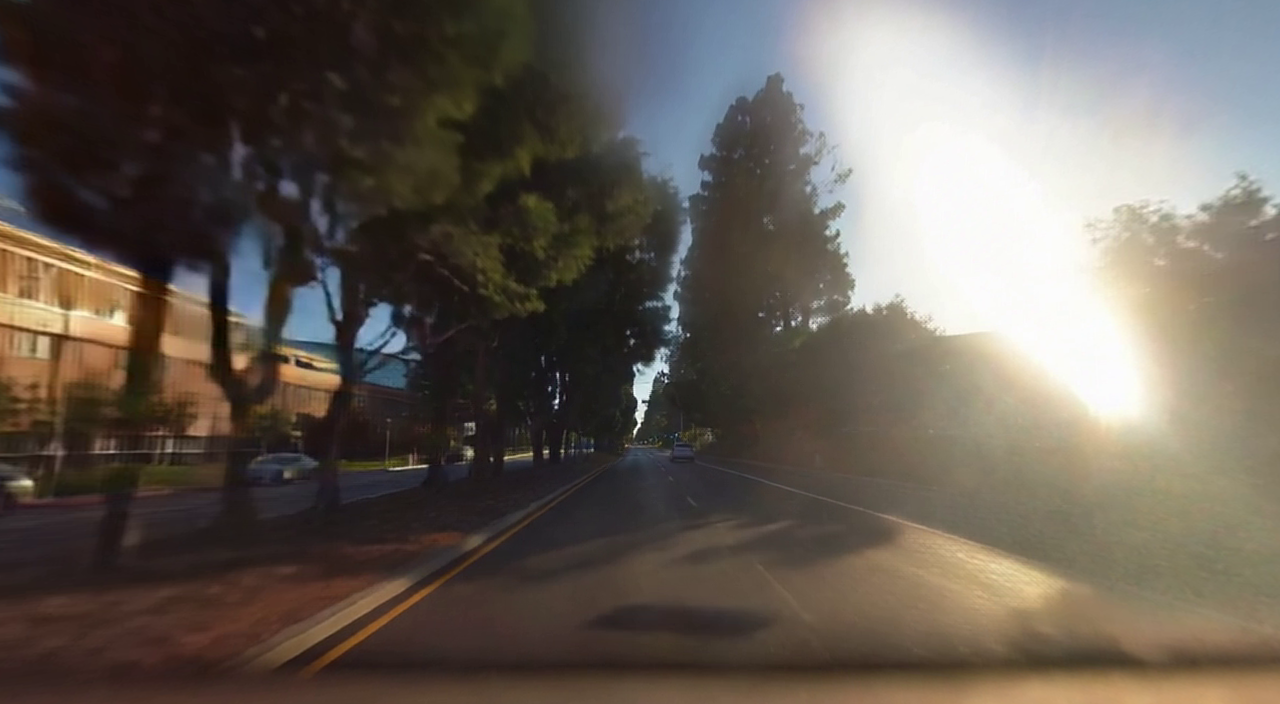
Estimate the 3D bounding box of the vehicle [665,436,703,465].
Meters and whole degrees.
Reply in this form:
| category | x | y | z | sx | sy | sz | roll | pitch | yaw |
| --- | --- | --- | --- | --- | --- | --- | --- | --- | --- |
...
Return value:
| category | x | y | z | sx | sy | sz | roll | pitch | yaw |
| --- | --- | --- | --- | --- | --- | --- | --- | --- | --- |
| vehicle | 2.933 | 6.713 | 43.210 | 2.085 | 1.828 | 5.383 | 0 | -8 | -1 |

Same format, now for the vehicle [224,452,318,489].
| category | x | y | z | sx | sy | sz | roll | pitch | yaw |
| --- | --- | --- | --- | --- | --- | --- | --- | --- | --- |
| vehicle | -16.781 | 5.382 | 28.966 | 1.857 | 1.519 | 3.969 | 0 | -8 | 1 |
